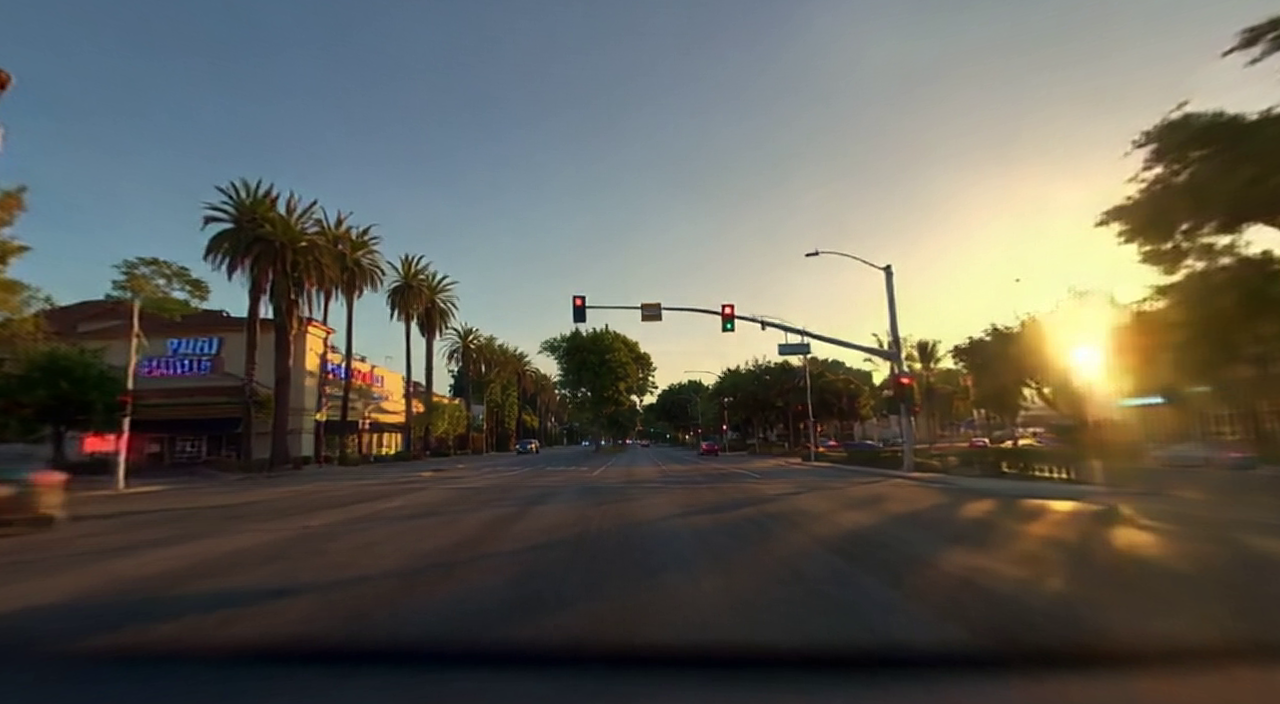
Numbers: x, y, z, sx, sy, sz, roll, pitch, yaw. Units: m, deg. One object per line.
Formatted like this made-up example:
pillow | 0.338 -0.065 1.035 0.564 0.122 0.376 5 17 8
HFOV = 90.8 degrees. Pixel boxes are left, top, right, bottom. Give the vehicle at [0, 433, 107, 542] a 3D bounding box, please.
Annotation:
vehicle | -11.327 2.217 10.662 3.885 1.639 1.990 -4 -9 25
